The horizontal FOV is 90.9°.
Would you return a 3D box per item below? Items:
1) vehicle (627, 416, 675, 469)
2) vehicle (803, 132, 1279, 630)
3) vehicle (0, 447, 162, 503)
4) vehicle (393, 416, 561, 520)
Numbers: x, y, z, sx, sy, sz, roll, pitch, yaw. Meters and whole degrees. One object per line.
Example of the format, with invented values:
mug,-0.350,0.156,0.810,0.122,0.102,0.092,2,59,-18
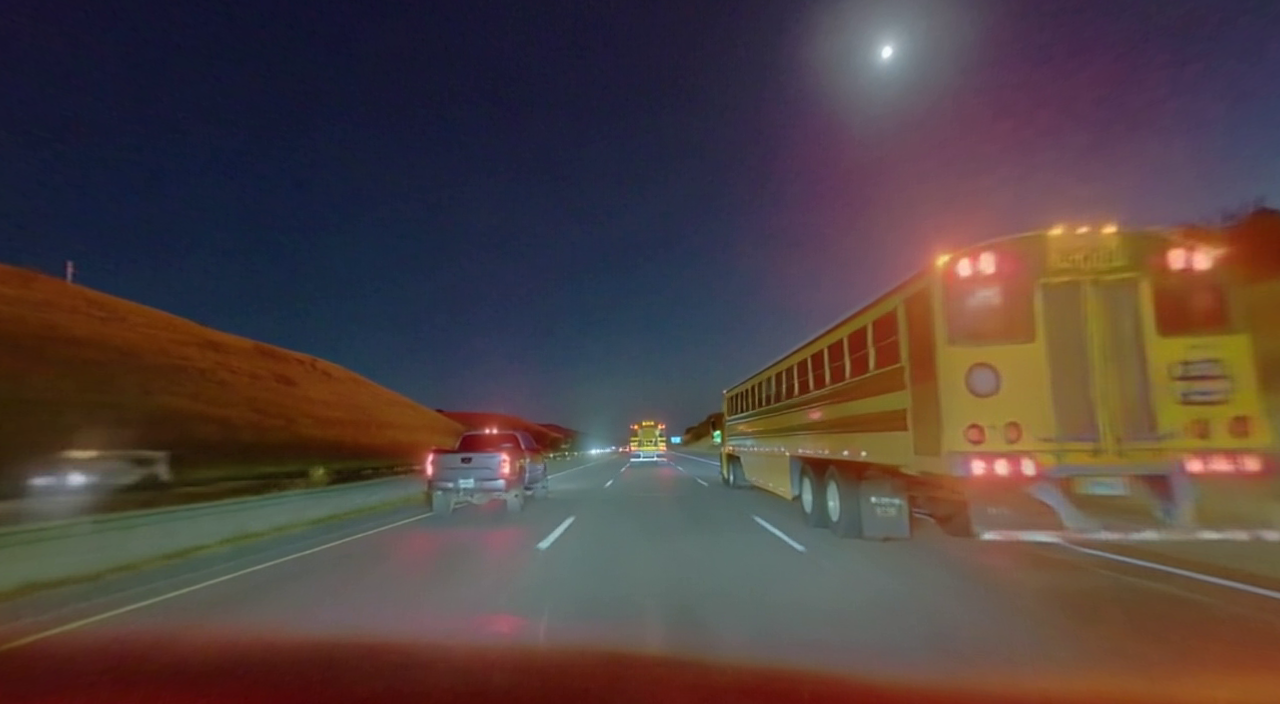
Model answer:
vehicle,0.705,6.436,44.772,2.948,3.265,10.569,0,-8,0
vehicle,4.397,0.621,8.156,2.716,3.705,7.018,0,-8,1
vehicle,-21.423,4.640,24.368,2.145,1.885,4.676,0,-8,0
vehicle,-3.441,2.610,14.843,2.241,1.927,5.833,0,-8,2
